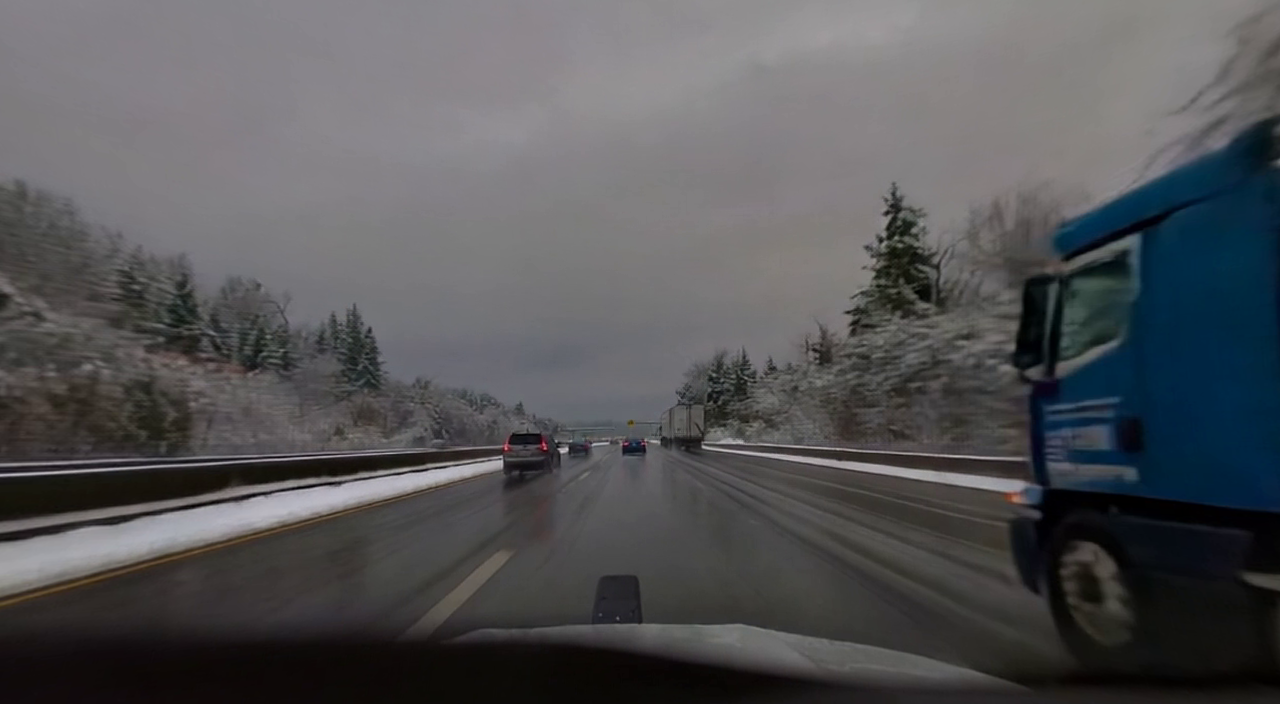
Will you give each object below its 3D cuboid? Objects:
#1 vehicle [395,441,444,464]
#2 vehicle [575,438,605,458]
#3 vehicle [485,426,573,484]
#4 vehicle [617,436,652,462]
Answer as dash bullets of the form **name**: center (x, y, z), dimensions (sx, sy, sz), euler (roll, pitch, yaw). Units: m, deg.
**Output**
- **vehicle**: center (-15.563, 7.106, 44.590), dimensions (1.862, 1.529, 4.419), euler (0, -8, 0)
- **vehicle**: center (-3.862, 7.465, 49.095), dimensions (2.021, 1.514, 4.190), euler (0, -8, 0)
- **vehicle**: center (-3.505, 3.333, 20.715), dimensions (2.054, 1.671, 4.445), euler (0, -8, 0)
- **vehicle**: center (-0.382, 6.192, 40.384), dimensions (2.088, 1.567, 4.240), euler (0, -8, -1)
